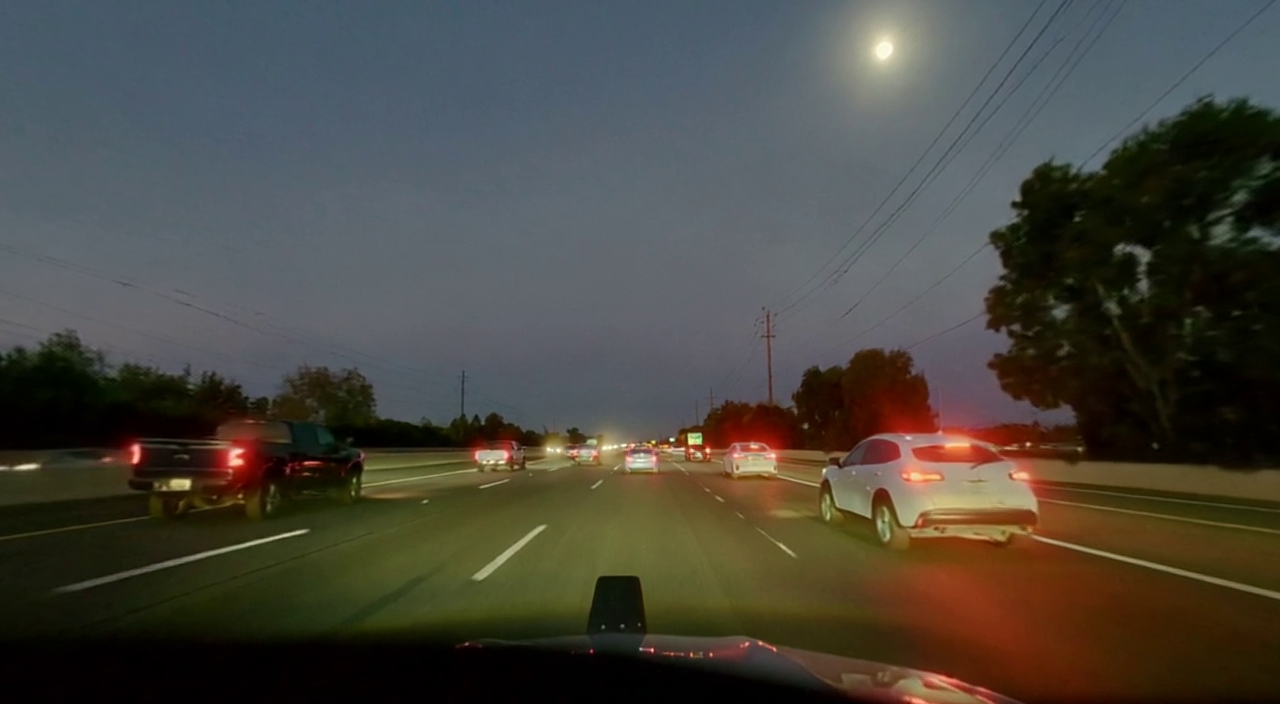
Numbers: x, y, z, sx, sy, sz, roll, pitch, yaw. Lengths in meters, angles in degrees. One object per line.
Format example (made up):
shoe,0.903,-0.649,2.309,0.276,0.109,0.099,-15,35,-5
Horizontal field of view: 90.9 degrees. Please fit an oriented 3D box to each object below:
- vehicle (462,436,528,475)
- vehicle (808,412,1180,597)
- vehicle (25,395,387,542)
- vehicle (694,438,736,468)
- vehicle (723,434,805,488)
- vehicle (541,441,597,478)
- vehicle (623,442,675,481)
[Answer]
vehicle,-6.681,4.845,29.627,1.978,1.680,4.263,0,-9,1
vehicle,3.665,1.657,7.714,2.051,1.595,4.301,0,-9,0
vehicle,-6.967,1.985,11.360,2.269,1.936,5.777,0,-9,2
vehicle,4.755,6.530,40.834,2.195,1.778,4.455,0,-8,0
vehicle,4.203,3.764,22.085,2.002,1.691,4.290,0,-9,0
vehicle,-3.056,4.721,27.923,1.904,1.479,4.274,0,-9,1
vehicle,0.357,4.444,25.945,1.966,1.444,3.986,0,-9,0
